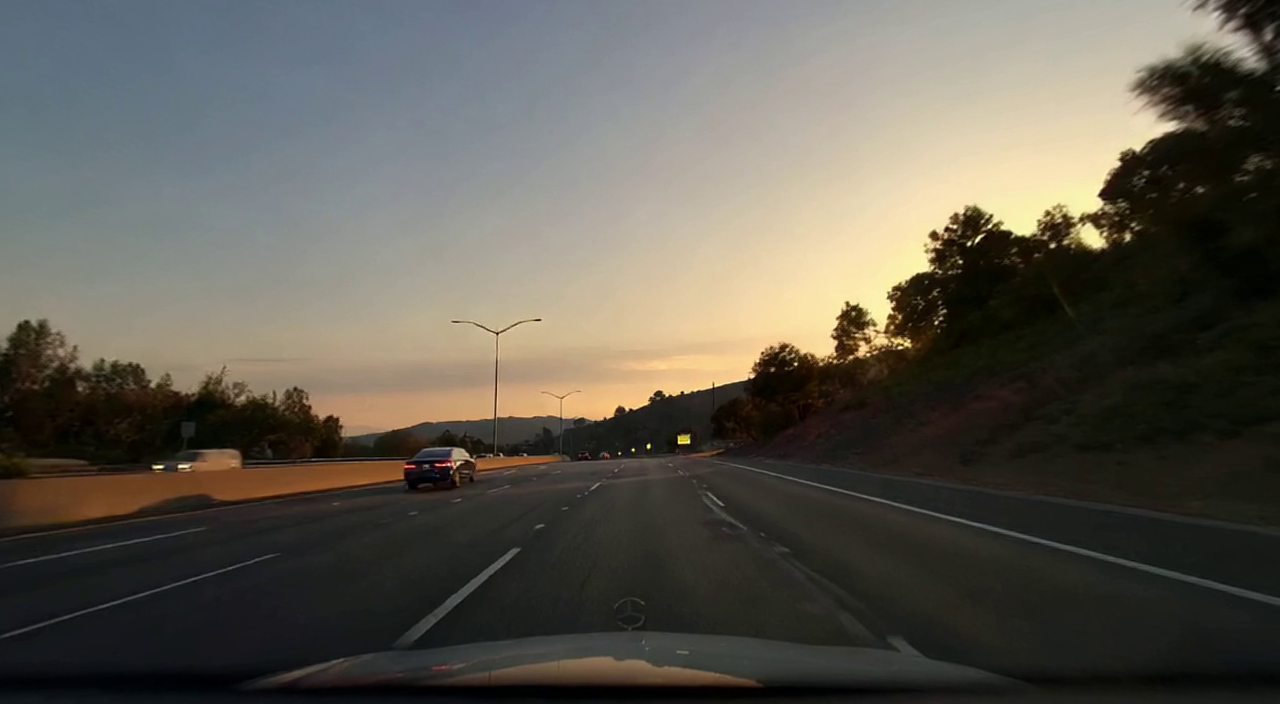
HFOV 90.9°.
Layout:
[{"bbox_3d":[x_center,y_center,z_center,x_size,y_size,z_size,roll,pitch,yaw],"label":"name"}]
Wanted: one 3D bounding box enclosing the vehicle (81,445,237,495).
[{"bbox_3d":[-20.902,5.117,27.902,2.220,1.938,5.886,0,-8,1],"label":"vehicle"}]
